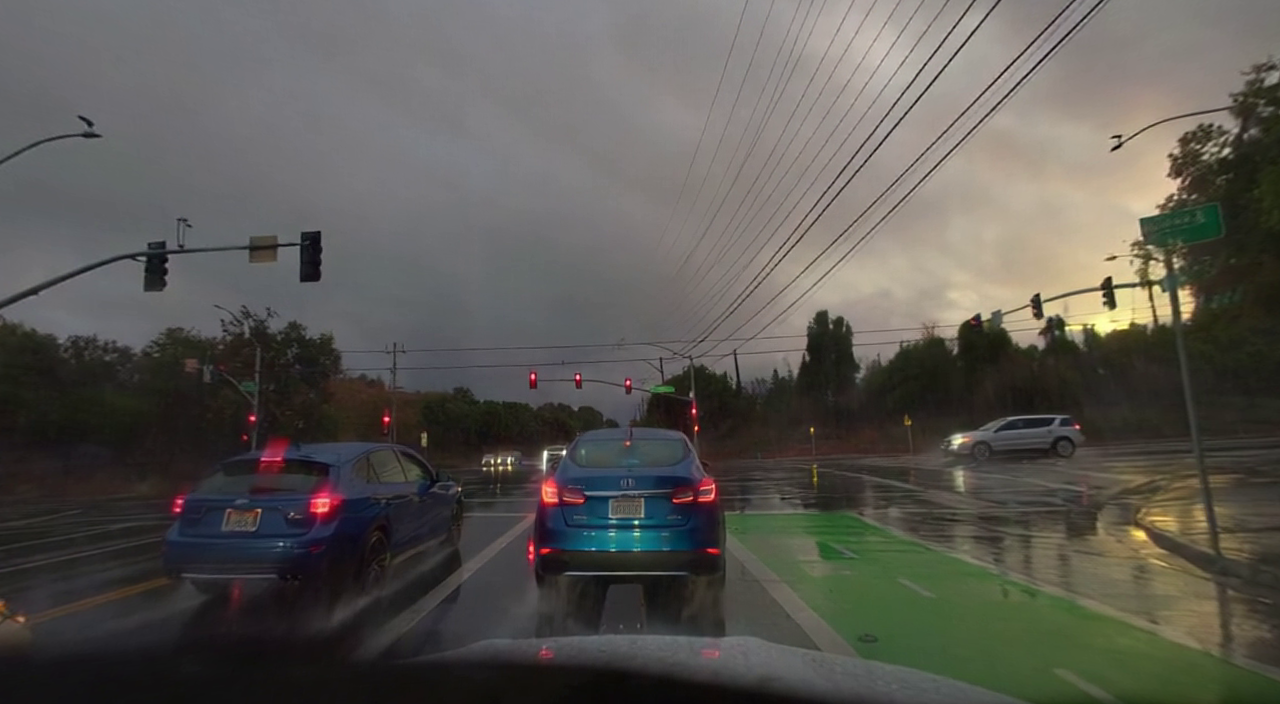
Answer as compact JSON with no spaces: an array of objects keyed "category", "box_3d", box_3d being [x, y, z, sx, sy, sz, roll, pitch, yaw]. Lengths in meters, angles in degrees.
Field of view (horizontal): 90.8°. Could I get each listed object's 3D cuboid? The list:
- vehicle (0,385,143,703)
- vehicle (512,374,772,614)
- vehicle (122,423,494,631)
[{"category":"vehicle","box_3d":[-3.472,0.592,0.329,2.138,1.488,5.327,0,-8,0]},{"category":"vehicle","box_3d":[-0.020,1.554,7.666,2.036,1.885,5.196,0,-10,-1]},{"category":"vehicle","box_3d":[-2.915,1.613,6.660,1.726,1.506,3.840,0,-10,1]}]
